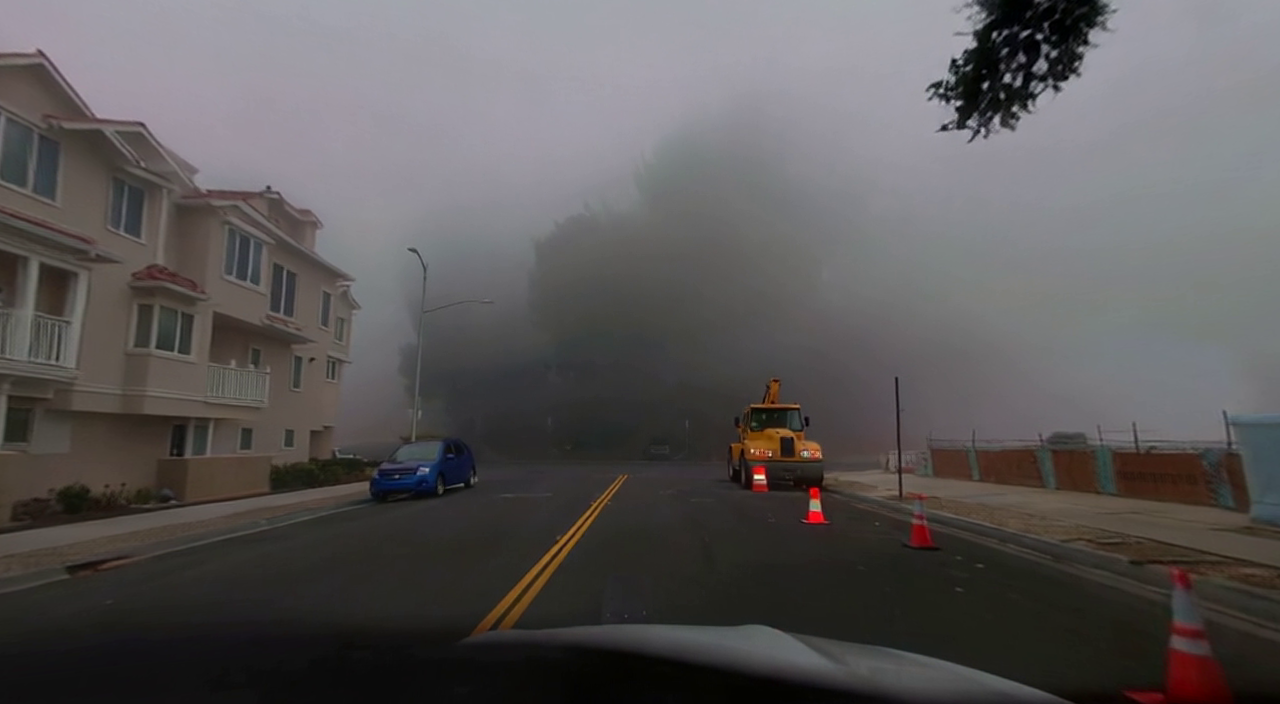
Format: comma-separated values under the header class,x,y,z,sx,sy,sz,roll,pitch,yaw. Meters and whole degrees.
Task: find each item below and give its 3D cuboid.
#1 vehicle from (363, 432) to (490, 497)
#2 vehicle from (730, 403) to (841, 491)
class,x,y,z,sx,sy,sz,roll,pitch,yaw
vehicle,-6.457,3.462,19.828,2.220,1.765,4.799,0,-8,1
vehicle,4.600,3.097,20.593,2.501,2.613,3.505,1,-9,-5
